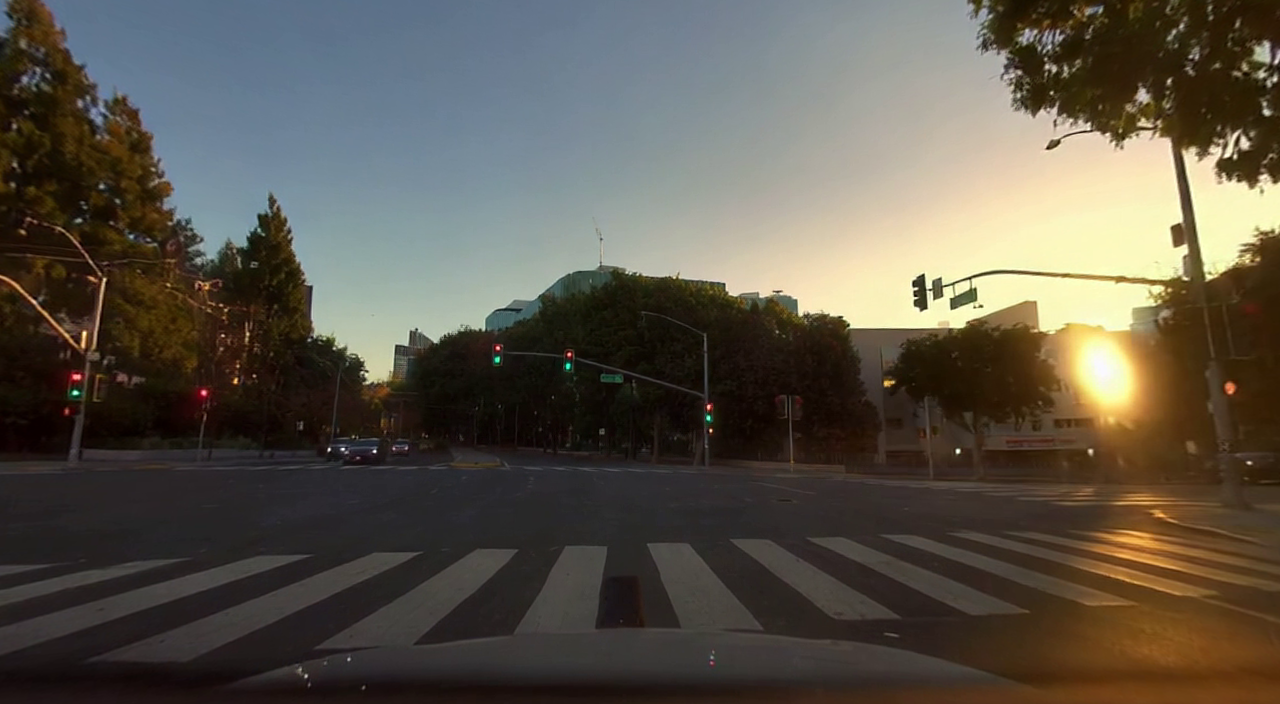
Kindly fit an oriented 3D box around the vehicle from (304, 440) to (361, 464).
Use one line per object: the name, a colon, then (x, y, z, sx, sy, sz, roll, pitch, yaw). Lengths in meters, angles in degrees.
vehicle: (-19.726, 6.451, 40.723, 1.918, 1.432, 4.433, 1, -9, -8)
